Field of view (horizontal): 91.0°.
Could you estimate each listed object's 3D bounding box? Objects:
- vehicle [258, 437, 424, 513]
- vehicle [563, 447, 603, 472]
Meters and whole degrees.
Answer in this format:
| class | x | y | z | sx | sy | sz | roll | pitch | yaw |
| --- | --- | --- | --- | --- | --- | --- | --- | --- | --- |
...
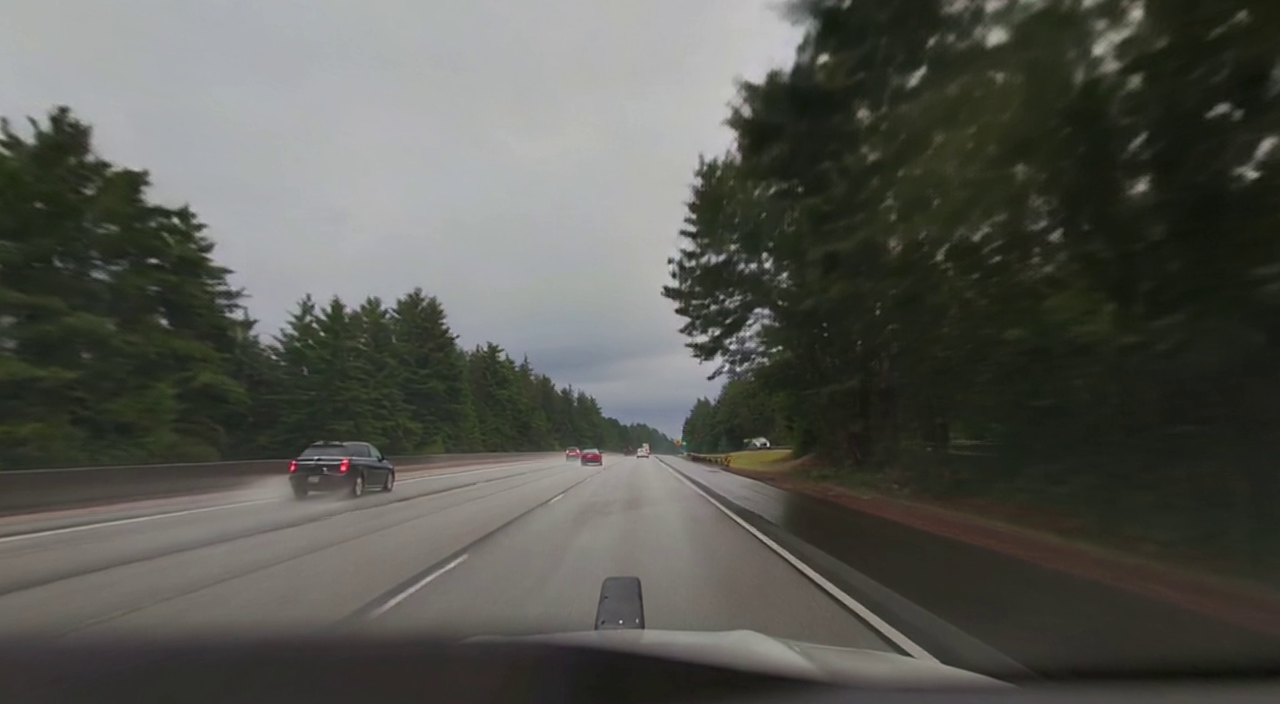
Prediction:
| class | x | y | z | sx | sy | sz | roll | pitch | yaw |
| --- | --- | --- | --- | --- | --- | --- | --- | --- | --- |
| vehicle | -7.181 | 2.965 | 15.708 | 2.007 | 1.616 | 4.141 | 0 | -9 | 1 |
| vehicle | -3.696 | 7.020 | 41.313 | 2.104 | 1.558 | 4.639 | 0 | -9 | 1 |
